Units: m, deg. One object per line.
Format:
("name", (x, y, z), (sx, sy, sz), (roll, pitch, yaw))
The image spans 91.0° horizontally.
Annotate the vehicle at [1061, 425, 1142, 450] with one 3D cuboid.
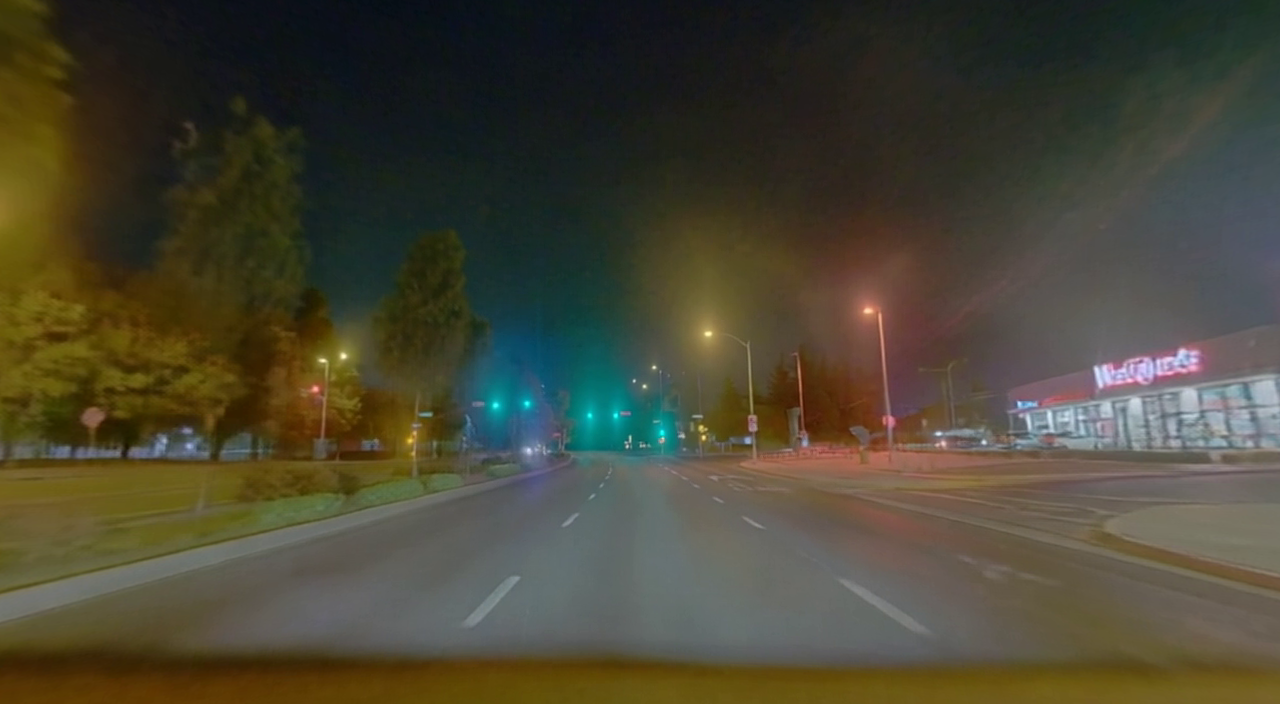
("vehicle", (31.675, 5.883, 43.306), (4.051, 1.611, 1.944), (1, -8, -2))
